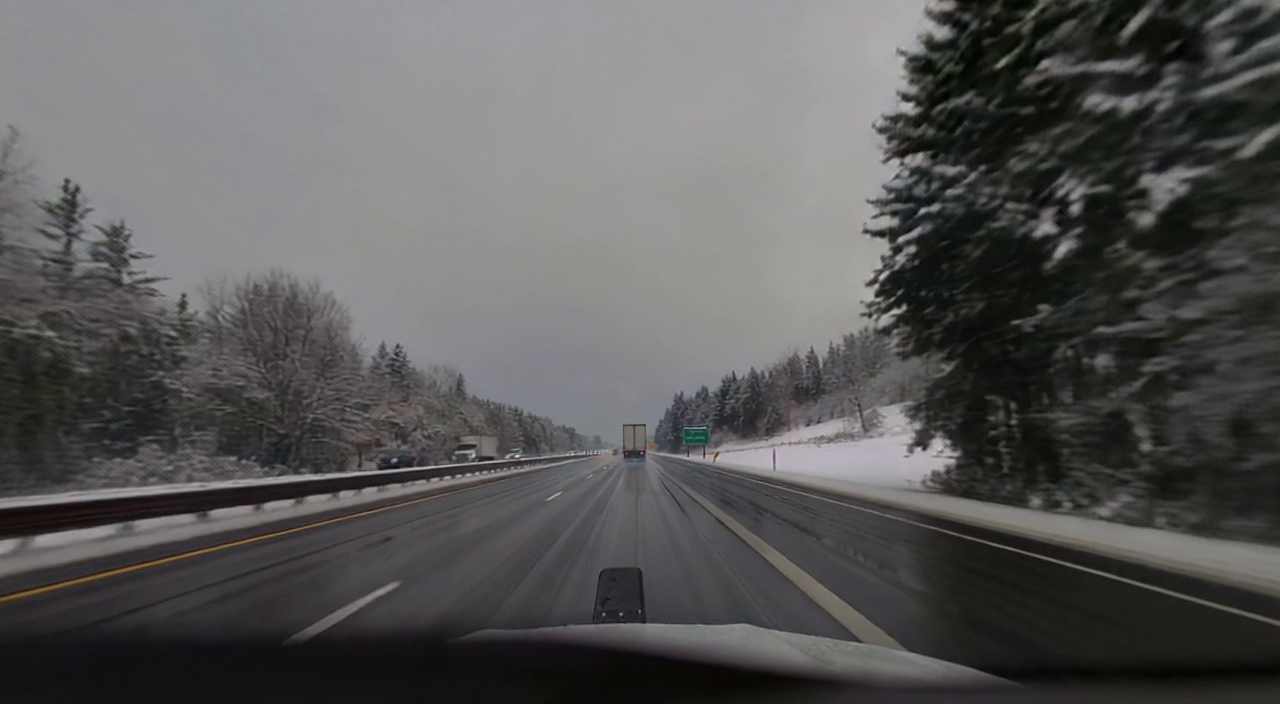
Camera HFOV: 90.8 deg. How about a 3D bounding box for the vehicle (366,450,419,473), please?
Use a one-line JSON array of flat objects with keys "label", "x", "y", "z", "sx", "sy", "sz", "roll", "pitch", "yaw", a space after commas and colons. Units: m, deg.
[{"label": "vehicle", "x": -18.219, "y": 8.099, "z": 46.738, "sx": 1.950, "sy": 1.586, "sz": 4.785, "roll": 0, "pitch": -9, "yaw": 0}]
